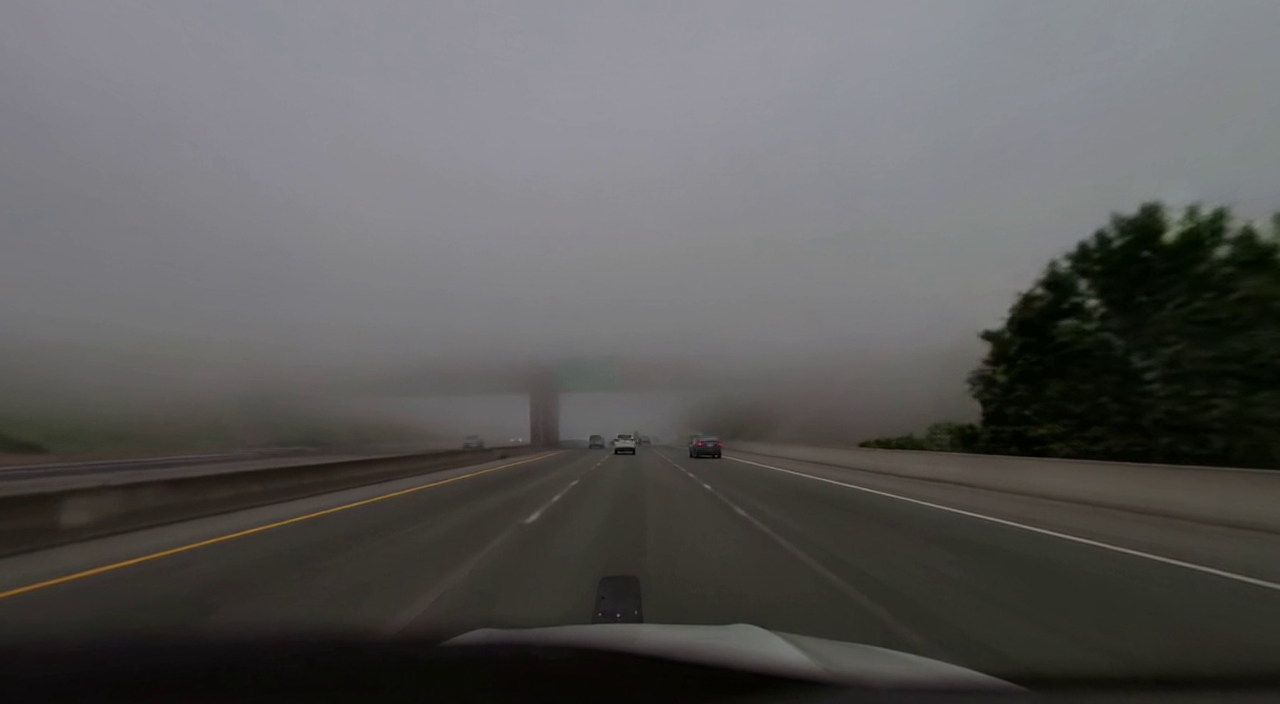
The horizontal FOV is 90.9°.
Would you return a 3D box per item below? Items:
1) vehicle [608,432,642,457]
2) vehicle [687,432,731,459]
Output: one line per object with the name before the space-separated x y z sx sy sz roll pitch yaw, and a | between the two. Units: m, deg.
vehicle | -0.919 5.720 39.028 1.987 1.440 3.565 0 -8 -1
vehicle | 4.103 5.602 37.998 2.056 1.508 4.093 0 -8 -2
